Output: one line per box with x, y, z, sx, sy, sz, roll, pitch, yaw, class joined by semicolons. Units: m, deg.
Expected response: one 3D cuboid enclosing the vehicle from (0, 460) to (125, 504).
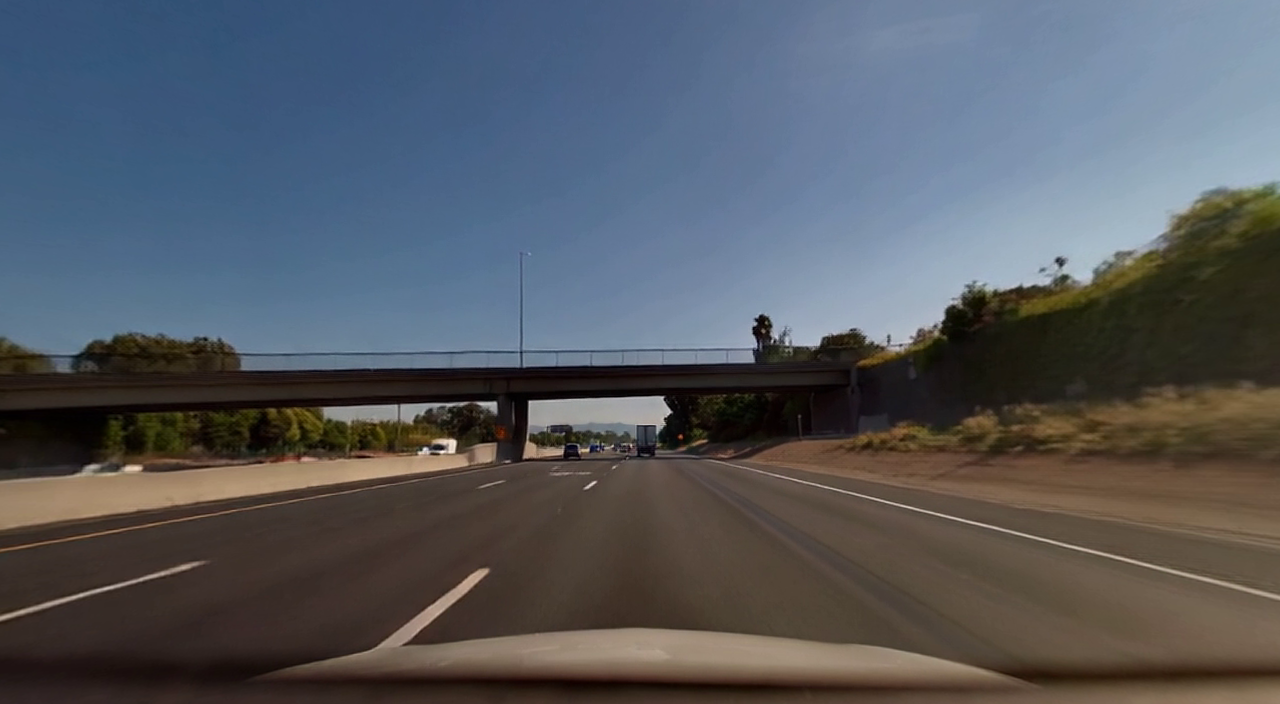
-23.790;5.223;25.717;1.817;1.475;4.410;0;-8;1;vehicle

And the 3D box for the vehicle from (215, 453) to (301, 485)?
-20.202;6.179;33.561;1.879;1.487;4.188;0;-8;1;vehicle
